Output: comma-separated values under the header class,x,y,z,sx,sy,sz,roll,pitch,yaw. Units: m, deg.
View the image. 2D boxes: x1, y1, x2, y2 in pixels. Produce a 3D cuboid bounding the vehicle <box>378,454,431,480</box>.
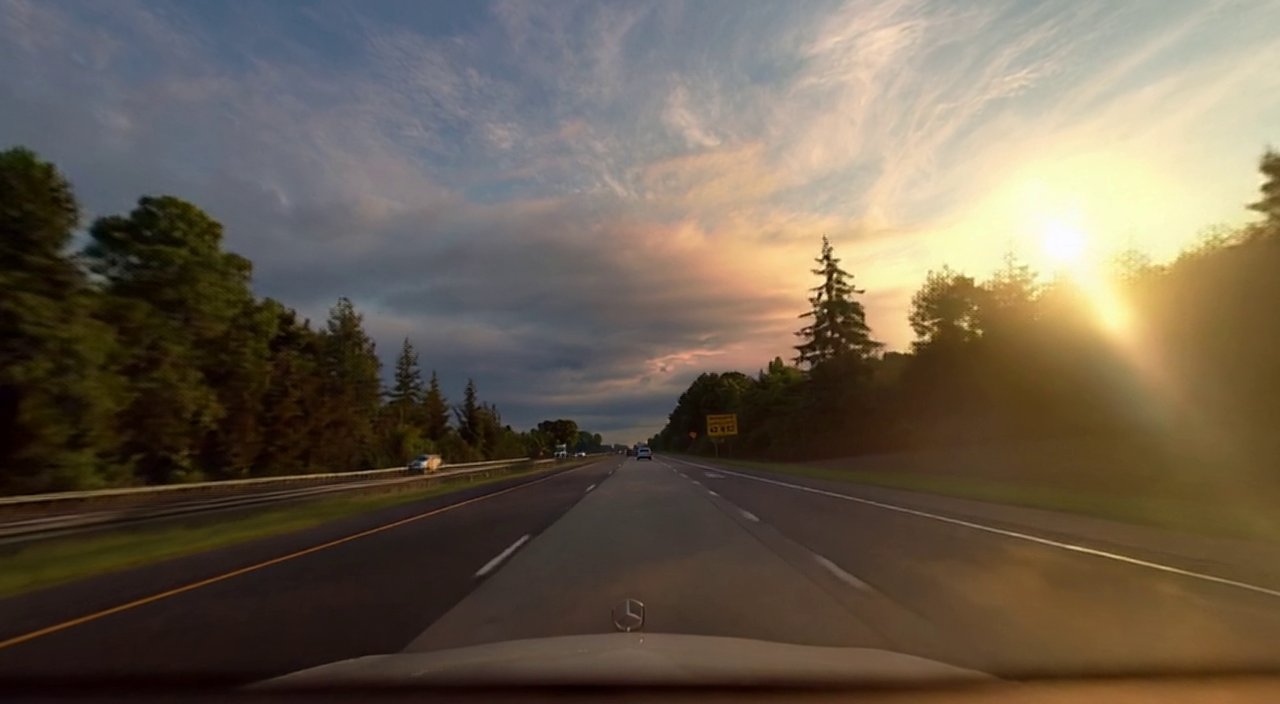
class,x,y,z,sx,sy,sz,roll,pitch,yaw
vehicle,-16.281,7.948,43.852,1.904,1.611,4.377,0,-9,1
